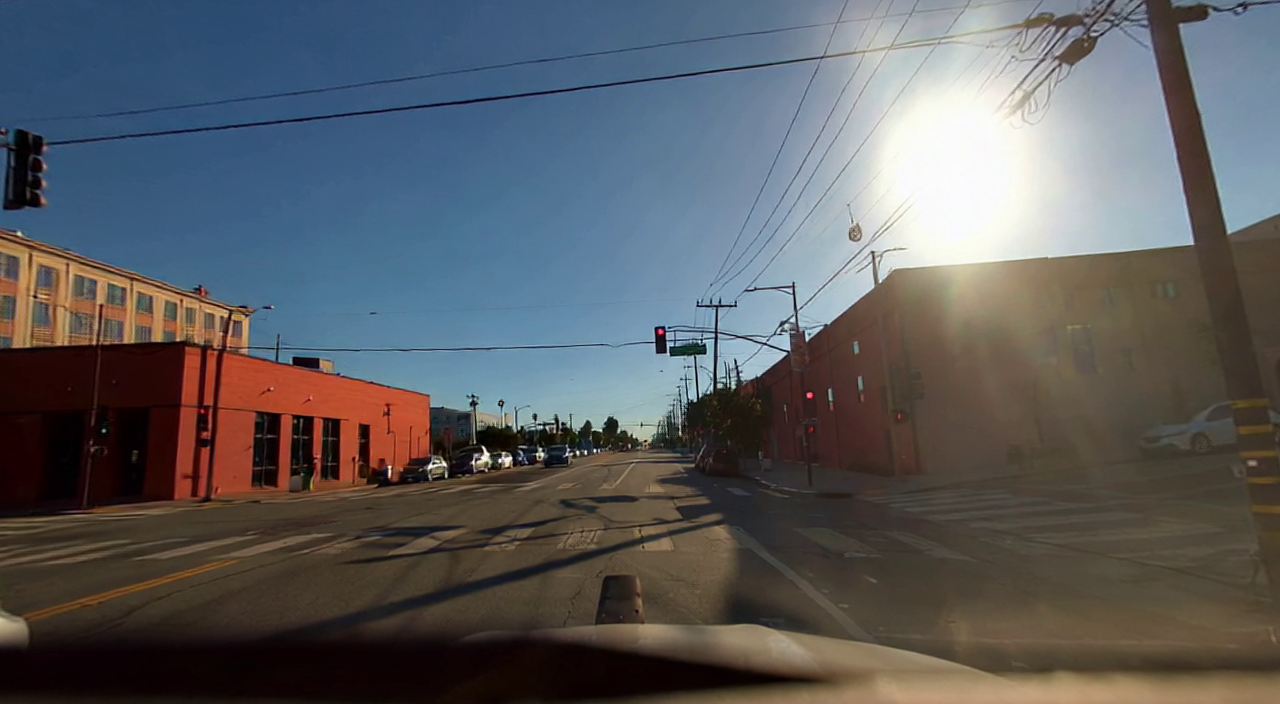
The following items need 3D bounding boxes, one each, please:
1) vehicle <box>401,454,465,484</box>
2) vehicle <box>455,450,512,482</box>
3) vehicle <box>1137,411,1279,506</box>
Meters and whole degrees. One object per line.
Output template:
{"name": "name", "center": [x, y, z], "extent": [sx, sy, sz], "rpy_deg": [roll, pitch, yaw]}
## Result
{"name": "vehicle", "center": [-11.995, 6.774, 36.832], "extent": [1.943, 1.574, 4.727], "rpy_deg": [0, -9, 3]}
{"name": "vehicle", "center": [-8.704, 6.330, 35.301], "extent": [2.020, 1.672, 3.842], "rpy_deg": [0, -9, 3]}
{"name": "vehicle", "center": [12.688, 2.141, 12.890], "extent": [3.234, 1.746, 1.941], "rpy_deg": [-2, -10, 2]}
